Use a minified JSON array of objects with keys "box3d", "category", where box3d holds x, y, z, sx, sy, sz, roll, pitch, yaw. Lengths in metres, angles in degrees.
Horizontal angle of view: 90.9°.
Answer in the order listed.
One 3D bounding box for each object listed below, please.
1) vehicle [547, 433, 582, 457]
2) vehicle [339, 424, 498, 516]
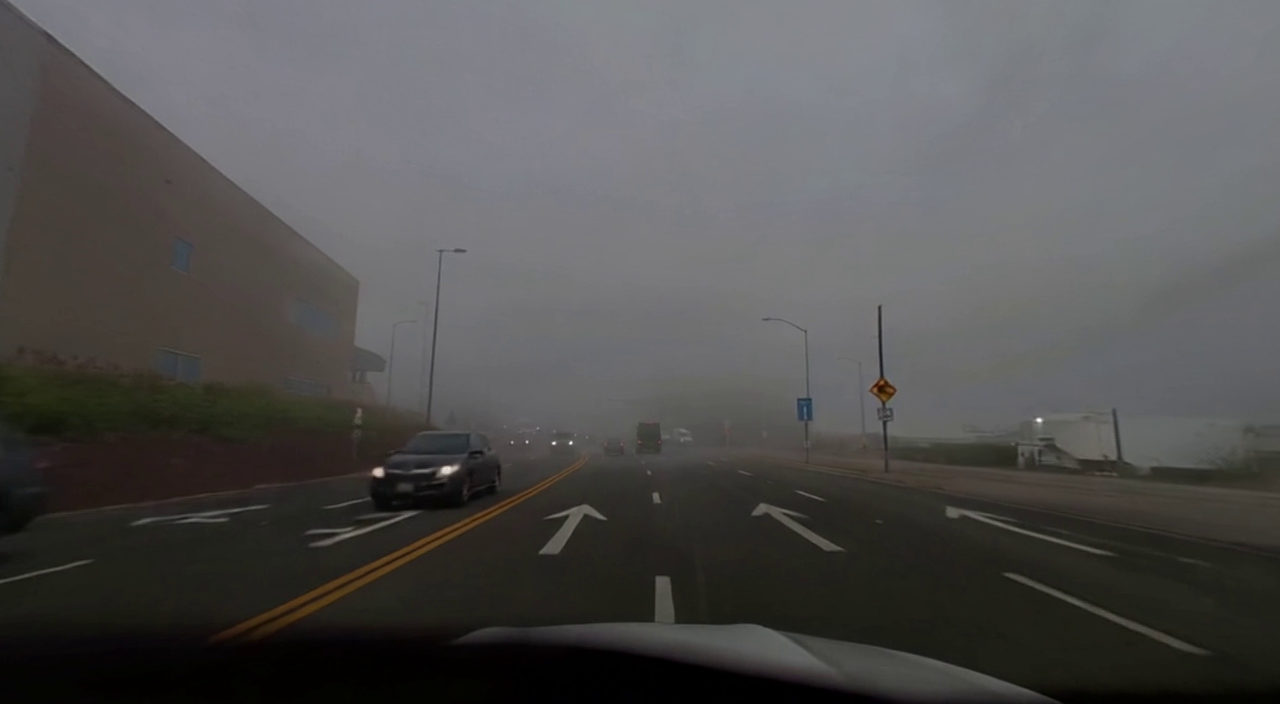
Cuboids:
[{"box3d":[-5.043,6.271,42.544,2.003,1.562,3.862,0,-8,-2],"category":"vehicle"},{"box3d":[-4.166,2.250,12.540,1.727,1.519,3.805,0,-8,0],"category":"vehicle"}]
